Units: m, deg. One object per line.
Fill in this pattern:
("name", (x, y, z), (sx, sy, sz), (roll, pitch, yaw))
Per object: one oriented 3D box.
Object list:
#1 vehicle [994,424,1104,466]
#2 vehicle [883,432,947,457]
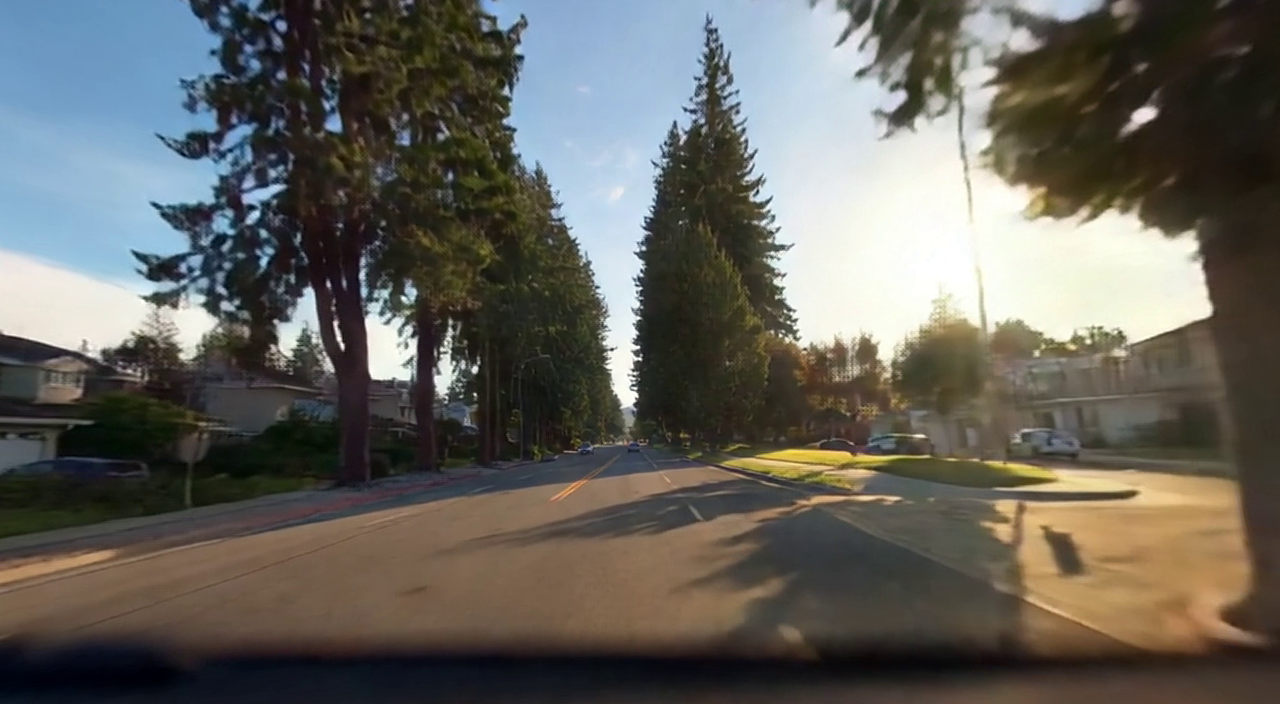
("vehicle", (18.195, 4.180, 28.412), (1.936, 1.722, 4.562), (0, -8, 1))
("vehicle", (17.746, 5.994, 41.005), (1.813, 1.464, 4.925), (0, -8, -2))
